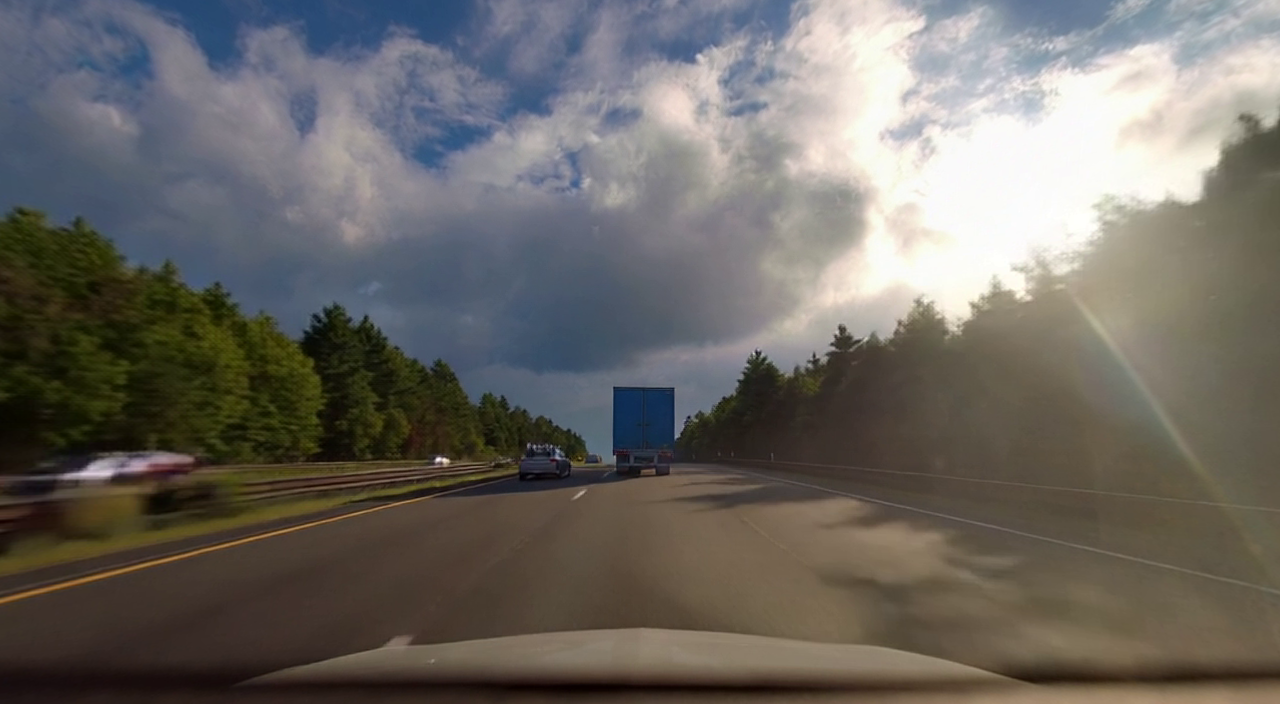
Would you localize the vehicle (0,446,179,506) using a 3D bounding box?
[{"bbox_3d":[-16.901,3.739,19.454,1.894,1.604,4.470,0,-9,0],"label":"vehicle"}]

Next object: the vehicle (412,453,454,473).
[{"bbox_3d":[-15.949,8.541,48.700,1.779,1.438,3.897,0,-9,2],"label":"vehicle"}]

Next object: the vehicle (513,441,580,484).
[{"bbox_3d":[-3.851,4.665,26.815,2.018,1.632,4.722,0,-9,1],"label":"vehicle"}]

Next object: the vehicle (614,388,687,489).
[{"bbox_3d":[0.493,4.008,28.831,2.821,3.878,8.925,0,-9,1],"label":"vehicle"}]
